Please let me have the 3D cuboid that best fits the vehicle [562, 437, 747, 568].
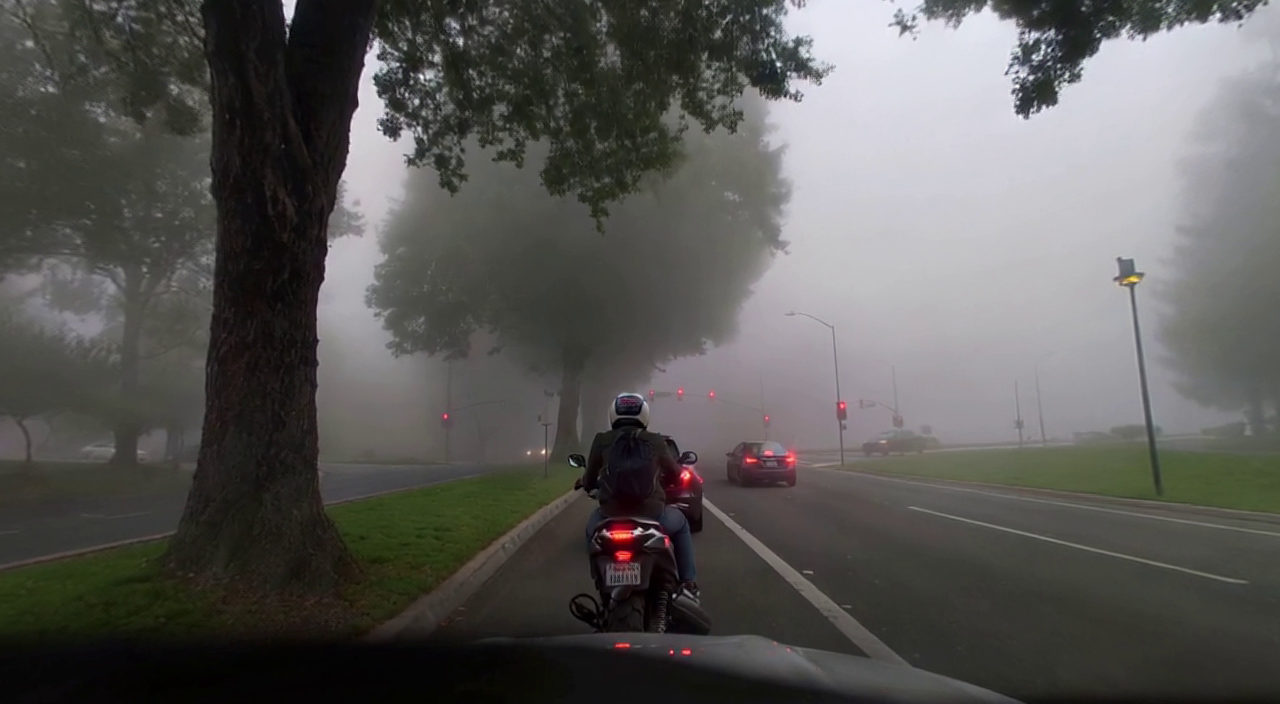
[{"bbox_3d":[0.125,2.025,9.418,2.093,1.450,4.437,0,-8,-1],"label":"vehicle"}]
